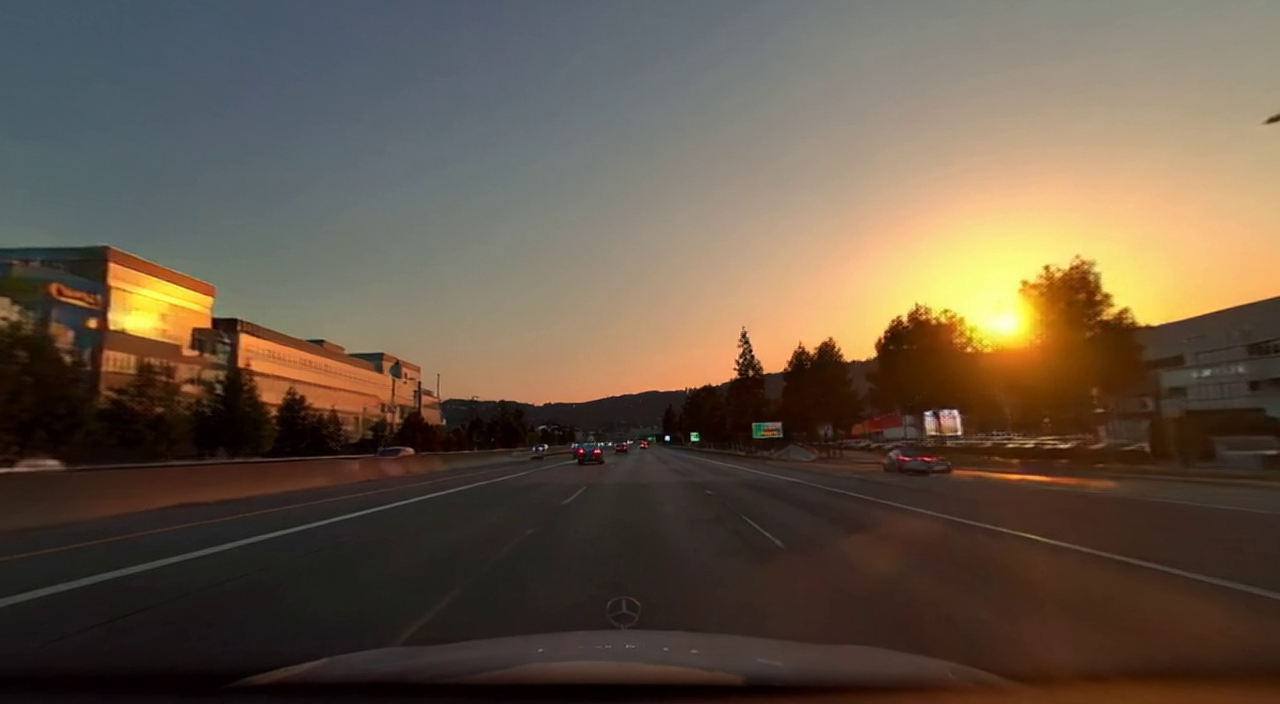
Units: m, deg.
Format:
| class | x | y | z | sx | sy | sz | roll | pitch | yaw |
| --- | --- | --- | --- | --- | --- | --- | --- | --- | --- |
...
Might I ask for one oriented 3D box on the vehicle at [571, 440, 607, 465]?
| class | x | y | z | sx | sy | sz | roll | pitch | yaw |
| --- | --- | --- | --- | --- | --- | --- | --- | --- | --- |
| vehicle | -3.386 | 6.744 | 42.201 | 2.015 | 1.557 | 4.229 | 0 | -9 | 1 |
